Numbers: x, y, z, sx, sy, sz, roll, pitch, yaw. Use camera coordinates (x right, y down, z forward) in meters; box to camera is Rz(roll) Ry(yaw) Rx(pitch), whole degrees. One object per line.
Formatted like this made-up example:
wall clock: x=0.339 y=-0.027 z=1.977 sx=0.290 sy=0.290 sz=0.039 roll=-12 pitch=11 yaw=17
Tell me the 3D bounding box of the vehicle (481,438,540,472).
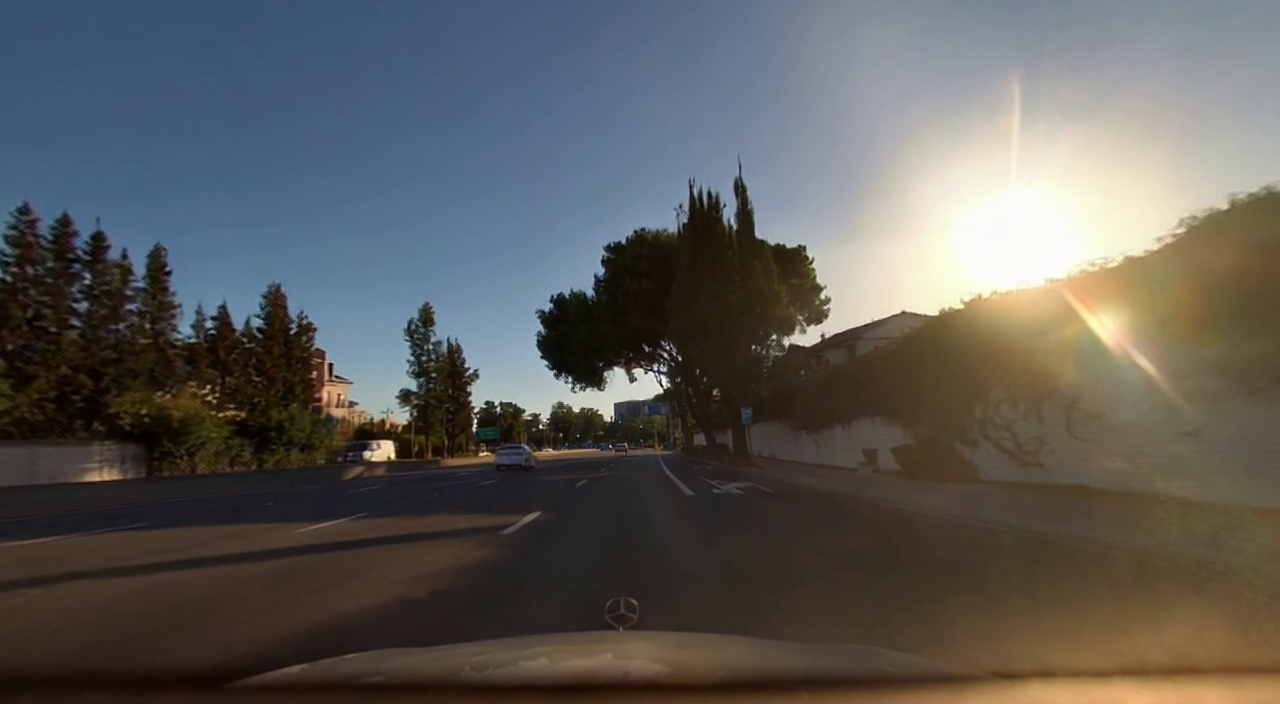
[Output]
vehicle: x=-7.023 y=5.646 z=34.835 sx=2.115 sy=1.711 sz=4.722 roll=0 pitch=-9 yaw=2
